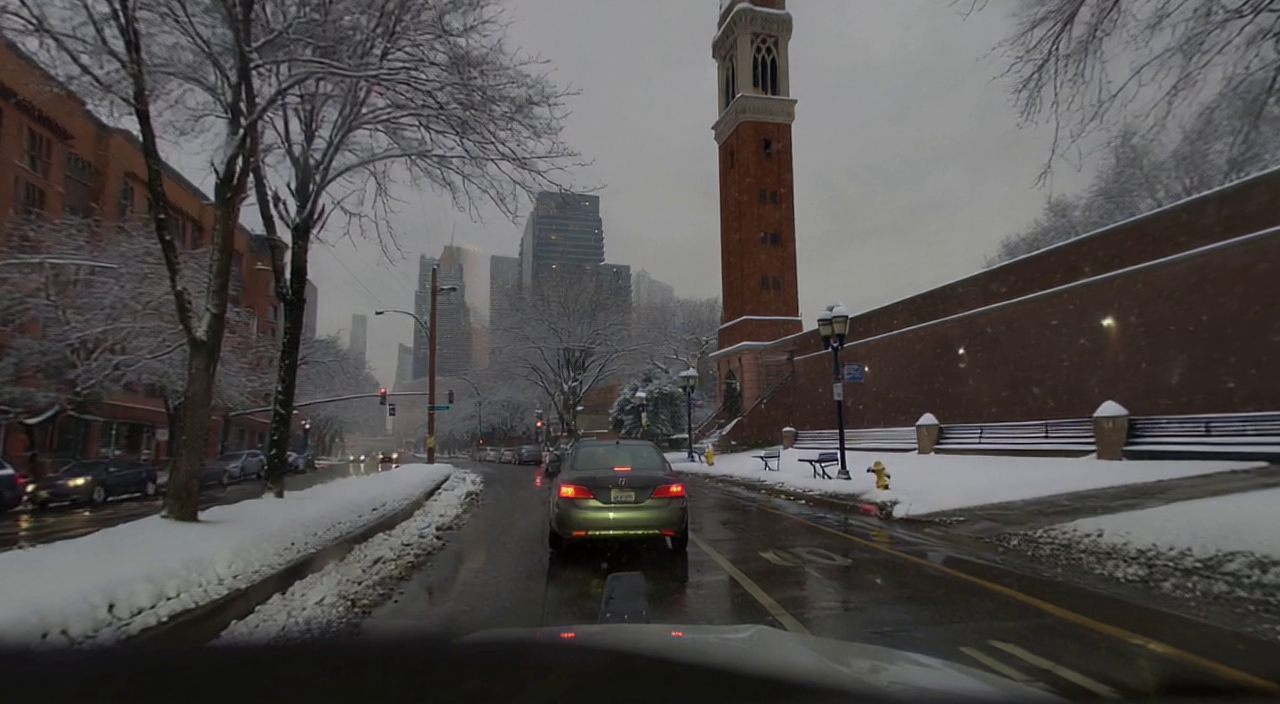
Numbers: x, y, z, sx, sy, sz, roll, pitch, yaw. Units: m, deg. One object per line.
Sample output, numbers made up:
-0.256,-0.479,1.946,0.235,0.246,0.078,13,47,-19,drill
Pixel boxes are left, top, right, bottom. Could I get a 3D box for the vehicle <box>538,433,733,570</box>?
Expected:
-0.232,1.941,9.015,2.142,1.475,4.051,1,-8,-5,vehicle
